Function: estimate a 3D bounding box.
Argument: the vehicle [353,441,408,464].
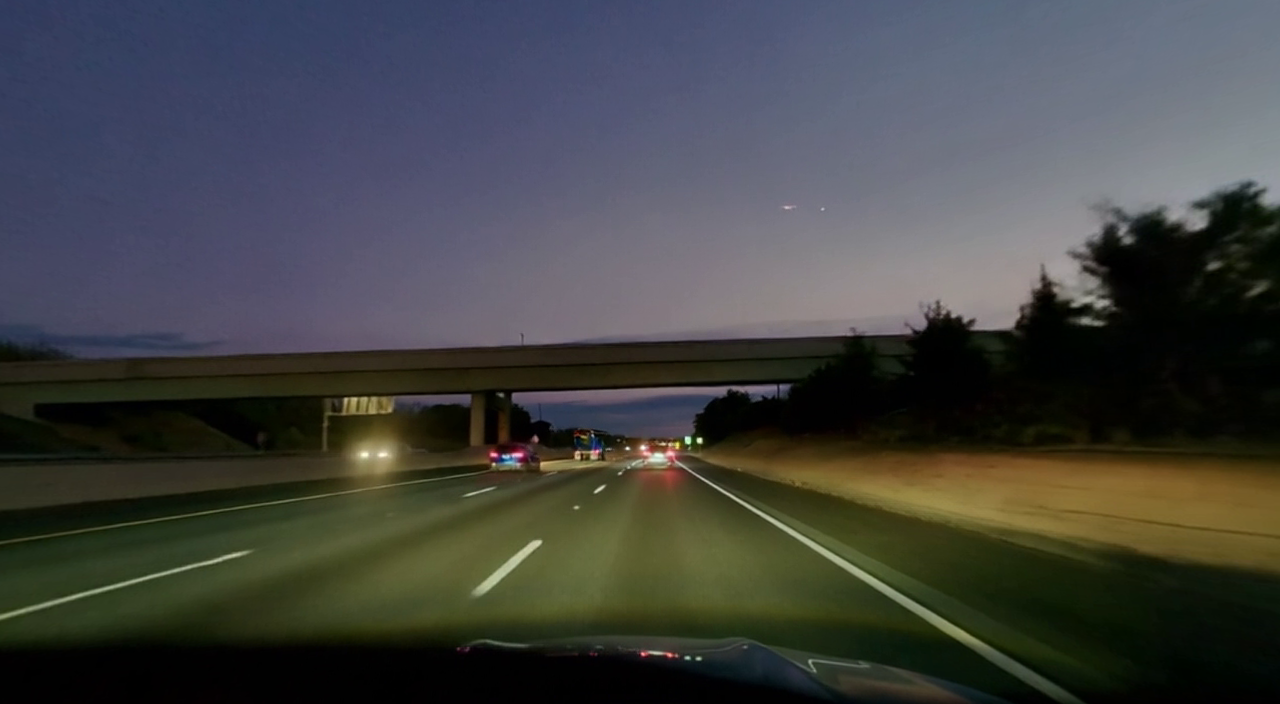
[{"bbox_3d":[-19.743,7.619,48.175,1.886,1.606,4.950,0,-8,3],"label":"vehicle"}]

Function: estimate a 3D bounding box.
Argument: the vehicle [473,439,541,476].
[{"bbox_3d":[-6.319,5.049,30.573,2.115,1.644,4.513,0,-8,3],"label":"vehicle"}]

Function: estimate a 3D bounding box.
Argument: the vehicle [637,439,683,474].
[{"bbox_3d":[1.074,5.634,34.343,2.336,1.722,4.212,0,-8,2],"label":"vehicle"}]
